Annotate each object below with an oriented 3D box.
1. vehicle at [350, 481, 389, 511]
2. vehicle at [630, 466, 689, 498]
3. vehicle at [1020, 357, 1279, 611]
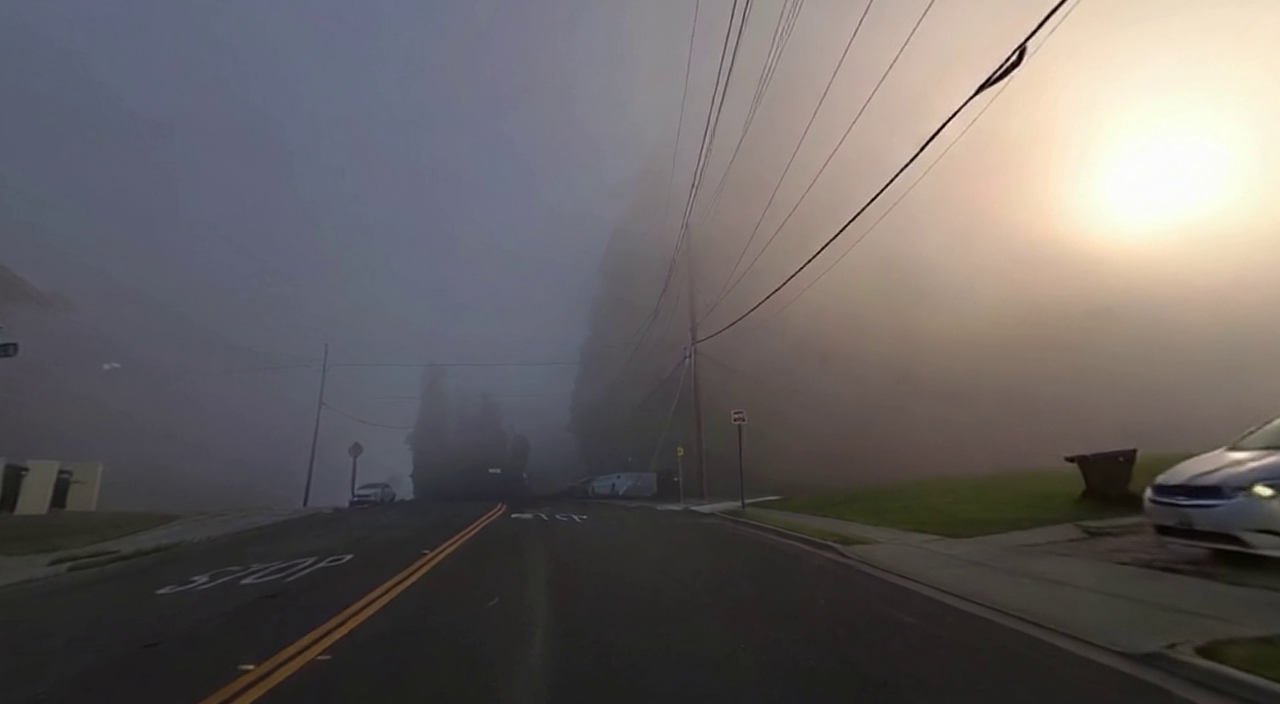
[{"bbox_3d":[-17.150,9.053,39.915,1.994,1.515,4.385,4,-9,-25],"label":"vehicle"},{"bbox_3d":[1.237,8.864,43.446,2.184,1.885,5.343,3,-9,-20],"label":"vehicle"},{"bbox_3d":[7.264,0.930,6.074,5.578,1.842,2.300,-6,-11,-3],"label":"vehicle"}]
